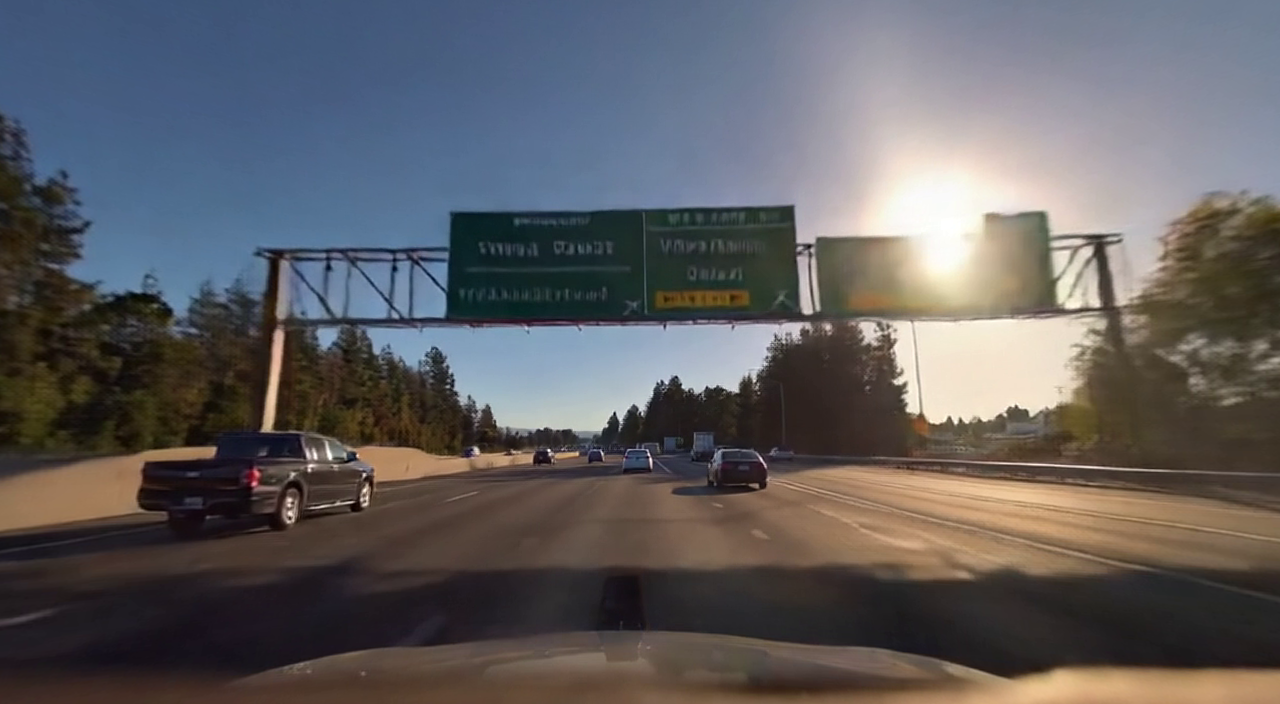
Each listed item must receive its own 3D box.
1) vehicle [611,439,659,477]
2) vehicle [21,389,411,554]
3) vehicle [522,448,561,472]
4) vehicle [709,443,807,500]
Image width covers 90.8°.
[{"bbox_3d":[-0.233,5.453,32.637,2.323,1.805,4.729,0,-9,0],"label":"vehicle"},{"bbox_3d":[-6.335,1.938,10.890,2.444,2.012,6.122,0,-9,0],"label":"vehicle"},{"bbox_3d":[-6.614,7.266,42.650,1.920,1.482,4.385,0,-9,0],"label":"vehicle"},{"bbox_3d":[3.328,3.466,18.768,2.011,1.462,4.286,0,-9,-1],"label":"vehicle"}]
